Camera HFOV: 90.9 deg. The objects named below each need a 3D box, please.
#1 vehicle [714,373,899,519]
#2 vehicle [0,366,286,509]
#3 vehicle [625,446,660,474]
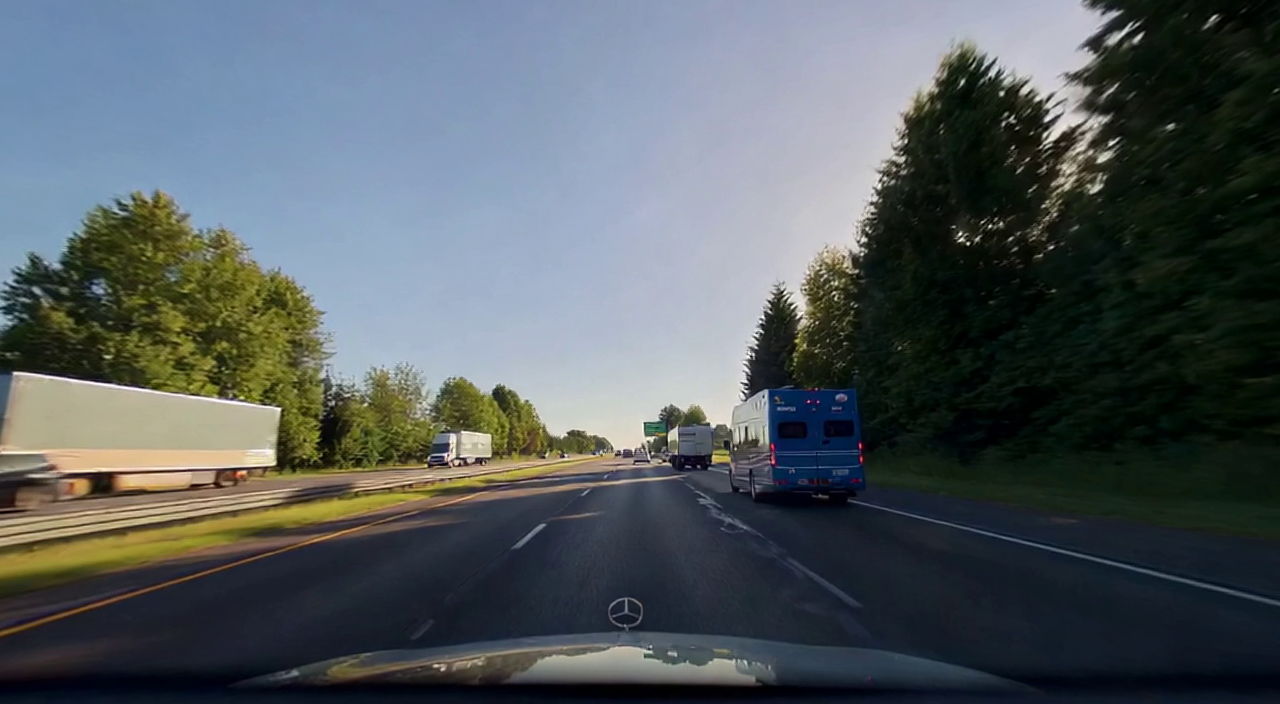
[{"bbox_3d":[3.848,2.501,16.716,2.698,3.001,7.323,0,-9,-2],"label":"vehicle"},{"bbox_3d":[-19.857,3.544,25.233,3.189,4.110,13.996,0,-9,0],"label":"vehicle"},{"bbox_3d":[0.167,6.917,40.495,2.151,1.678,3.923,0,-9,0],"label":"vehicle"}]
